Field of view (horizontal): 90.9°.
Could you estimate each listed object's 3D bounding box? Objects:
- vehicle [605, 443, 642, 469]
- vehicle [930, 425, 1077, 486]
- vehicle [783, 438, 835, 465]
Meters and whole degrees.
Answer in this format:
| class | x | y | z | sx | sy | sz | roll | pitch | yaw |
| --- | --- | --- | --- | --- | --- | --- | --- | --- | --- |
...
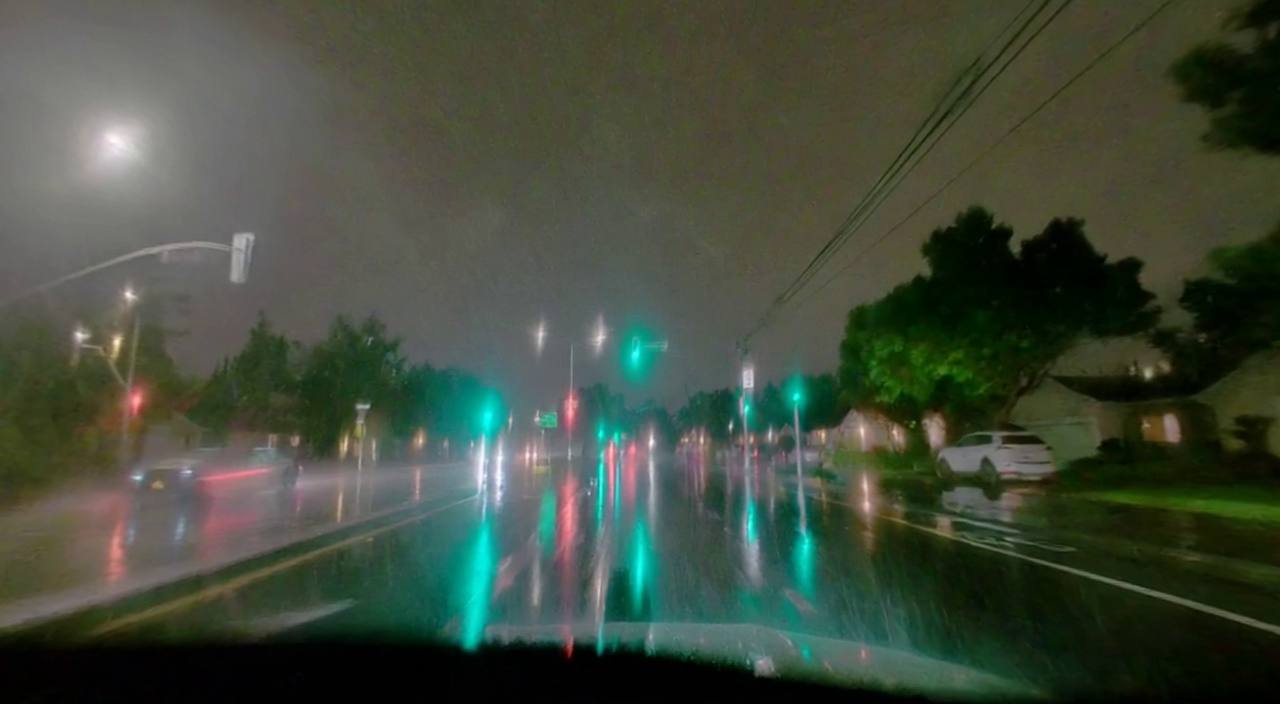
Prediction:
| class | x | y | z | sx | sy | sz | roll | pitch | yaw |
| --- | --- | --- | --- | --- | --- | --- | --- | --- | --- |
| vehicle | -1.044 | 6.320 | 38.427 | 2.113 | 1.462 | 4.203 | 0 | -8 | -2 |
| vehicle | 11.799 | 3.391 | 20.924 | 2.053 | 1.759 | 4.494 | 0 | -8 | -2 |
| vehicle | 11.244 | 6.656 | 42.231 | 2.018 | 1.665 | 4.576 | 0 | -8 | -2 |
